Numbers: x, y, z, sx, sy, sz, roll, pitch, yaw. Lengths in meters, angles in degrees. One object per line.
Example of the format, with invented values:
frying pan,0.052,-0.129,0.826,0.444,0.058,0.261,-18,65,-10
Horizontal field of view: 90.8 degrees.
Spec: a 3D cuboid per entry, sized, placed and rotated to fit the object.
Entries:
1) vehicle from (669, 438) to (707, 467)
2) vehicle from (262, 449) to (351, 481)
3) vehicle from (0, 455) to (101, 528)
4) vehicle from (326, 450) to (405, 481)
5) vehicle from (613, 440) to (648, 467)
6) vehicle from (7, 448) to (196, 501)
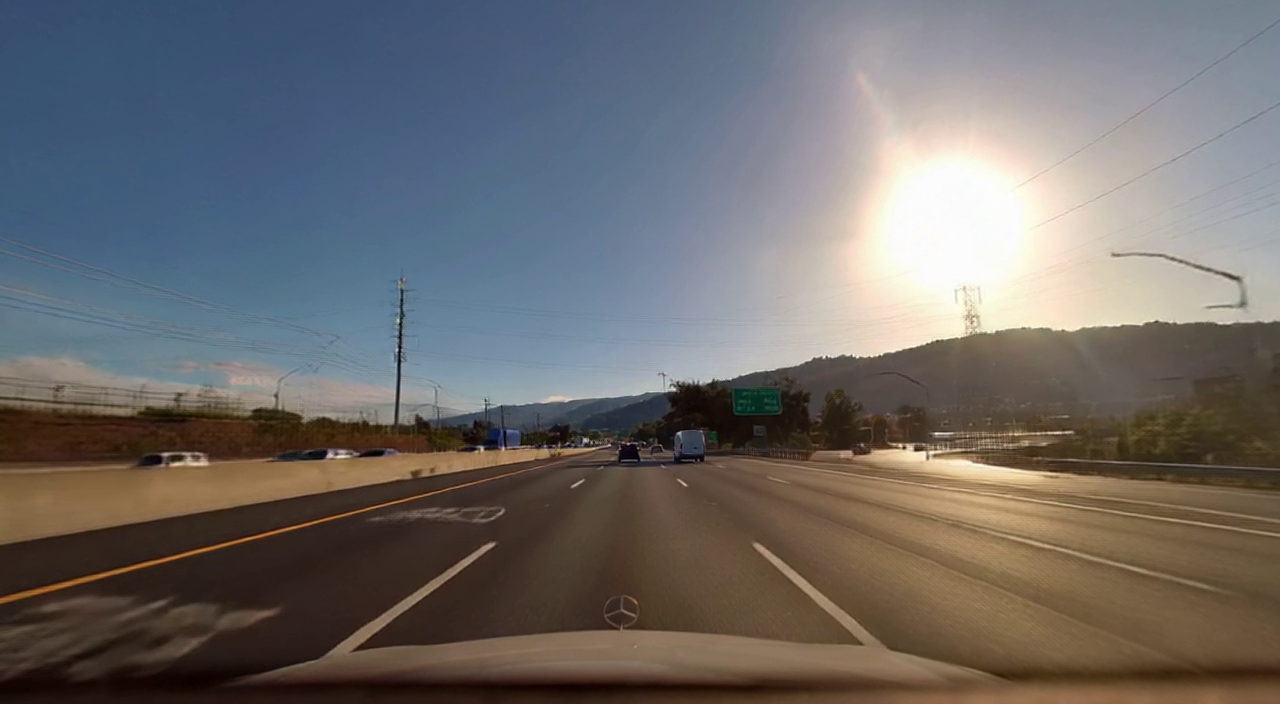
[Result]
vehicle,3.164,6.787,42.742,2.036,1.796,4.470,0,-9,-2
vehicle,-17.626,5.963,33.685,2.189,1.592,4.632,0,-9,0
vehicle,-13.965,2.869,12.955,1.894,1.454,4.454,0,-9,0
vehicle,-14.006,5.806,32.603,2.039,1.493,4.548,0,-9,0
vehicle,-0.668,6.966,43.432,2.325,1.712,4.592,0,-9,-1
vehicle,-21.539,4.885,25.828,2.345,1.875,6.106,0,-9,0
